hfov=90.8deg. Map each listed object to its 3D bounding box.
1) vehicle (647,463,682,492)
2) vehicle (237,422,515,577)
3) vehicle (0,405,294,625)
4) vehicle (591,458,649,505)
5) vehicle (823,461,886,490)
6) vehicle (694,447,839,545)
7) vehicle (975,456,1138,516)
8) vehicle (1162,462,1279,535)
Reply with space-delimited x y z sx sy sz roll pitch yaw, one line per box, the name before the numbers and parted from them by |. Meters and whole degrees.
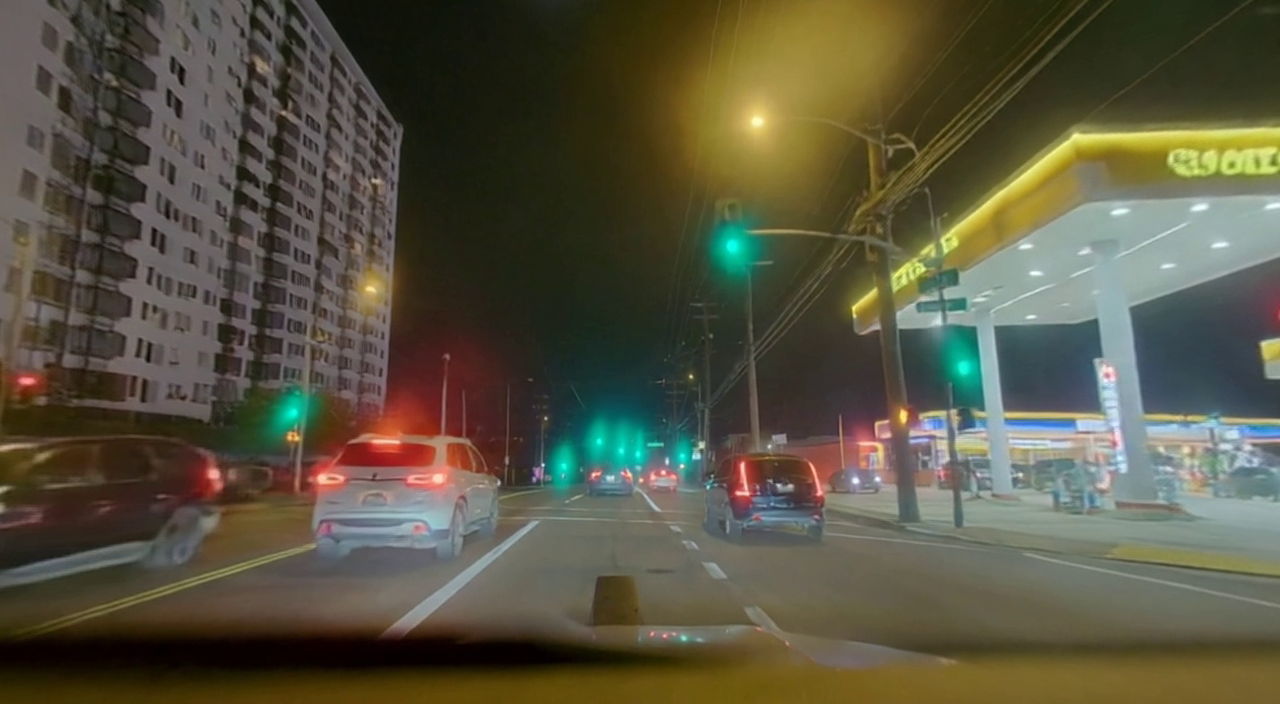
vehicle | 1.564 8.202 41.609 1.953 1.687 4.094 0 -8 -3
vehicle | -3.389 1.974 9.345 2.221 1.706 4.451 0 -8 -1
vehicle | -6.359 1.642 7.230 2.115 1.794 4.757 0 -8 -1
vehicle | -0.712 4.804 23.826 1.999 1.487 3.939 0 -8 -1
vehicle | 12.834 7.396 38.196 1.846 1.480 4.649 0 -8 -5
vehicle | 2.374 2.806 13.092 1.945 1.647 4.160 0 -8 -3
vehicle | 12.231 3.866 18.599 4.048 1.539 1.820 3 -9 -19
vehicle | 15.801 3.626 16.070 1.959 1.482 4.664 -2 -9 14
